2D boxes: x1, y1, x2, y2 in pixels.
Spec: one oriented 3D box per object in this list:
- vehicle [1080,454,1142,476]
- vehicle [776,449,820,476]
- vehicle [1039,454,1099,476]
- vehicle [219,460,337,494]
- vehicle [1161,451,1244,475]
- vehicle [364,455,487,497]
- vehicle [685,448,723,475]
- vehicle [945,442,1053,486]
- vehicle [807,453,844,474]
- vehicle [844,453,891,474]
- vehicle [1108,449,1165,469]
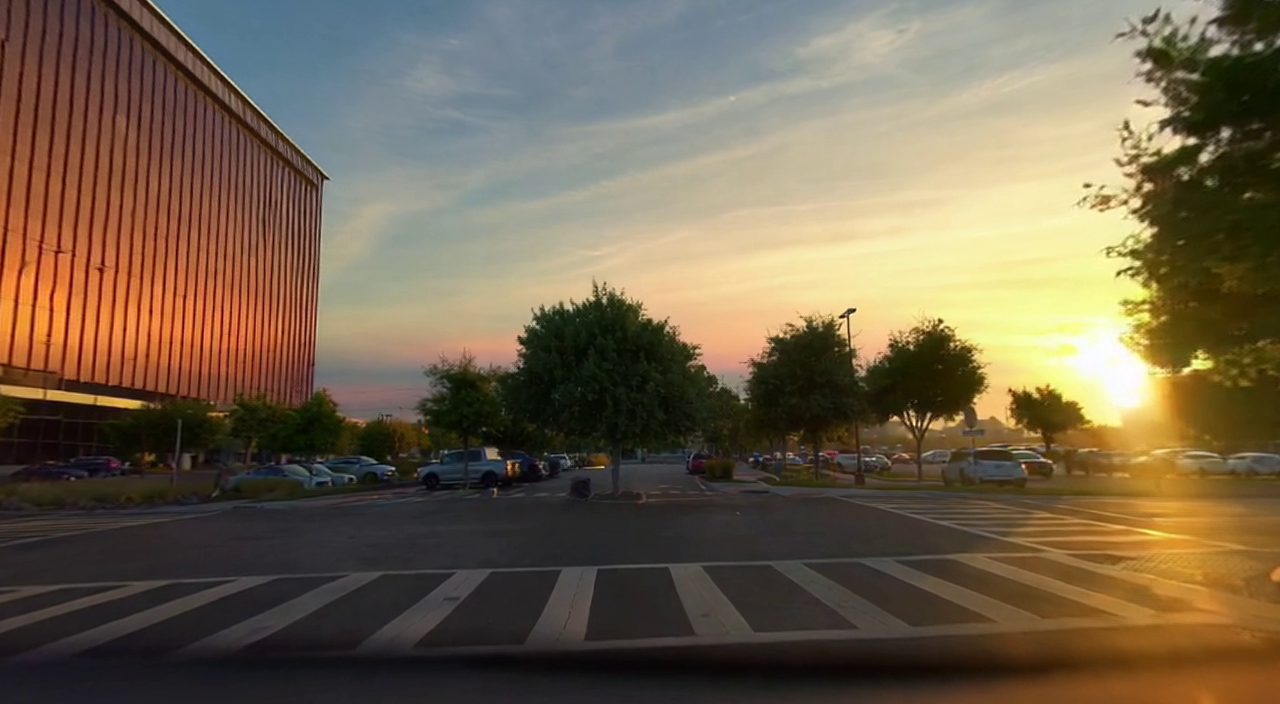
[{"bbox_3d":[31.272,7.508,42.034,1.519,1.371,3.278,0,-9,0],"label":"vehicle"},{"bbox_3d":[10.545,7.396,42.500,1.936,1.673,4.305,0,-9,1],"label":"vehicle"},{"bbox_3d":[28.308,7.467,41.788,1.495,1.371,3.336,-1,-10,-1],"label":"vehicle"},{"bbox_3d":[-16.633,5.728,29.180,4.331,1.437,1.876,0,-9,3],"label":"vehicle"},{"bbox_3d":[36.996,7.307,41.731,1.678,1.423,4.191,-1,-9,2],"label":"vehicle"},{"bbox_3d":[-8.698,4.978,25.722,4.442,1.504,1.809,5,-10,-28],"label":"vehicle"},{"bbox_3d":[4.590,7.930,46.053,2.262,1.794,5.331,0,-9,1],"label":"vehicle"},{"bbox_3d":[16.488,5.133,29.391,2.048,1.852,4.998,0,-9,0],"label":"vehicle"},{"bbox_3d":[14.176,8.491,48.426,1.935,1.477,3.719,0,-9,3],"label":"vehicle"},{"bbox_3d":[17.105,8.409,47.750,1.971,1.478,4.477,0,-9,1],"label":"vehicle"},{"bbox_3d":[37.034,7.970,47.225,1.545,1.398,3.431,0,-9,3],"label":"vehicle"}]
